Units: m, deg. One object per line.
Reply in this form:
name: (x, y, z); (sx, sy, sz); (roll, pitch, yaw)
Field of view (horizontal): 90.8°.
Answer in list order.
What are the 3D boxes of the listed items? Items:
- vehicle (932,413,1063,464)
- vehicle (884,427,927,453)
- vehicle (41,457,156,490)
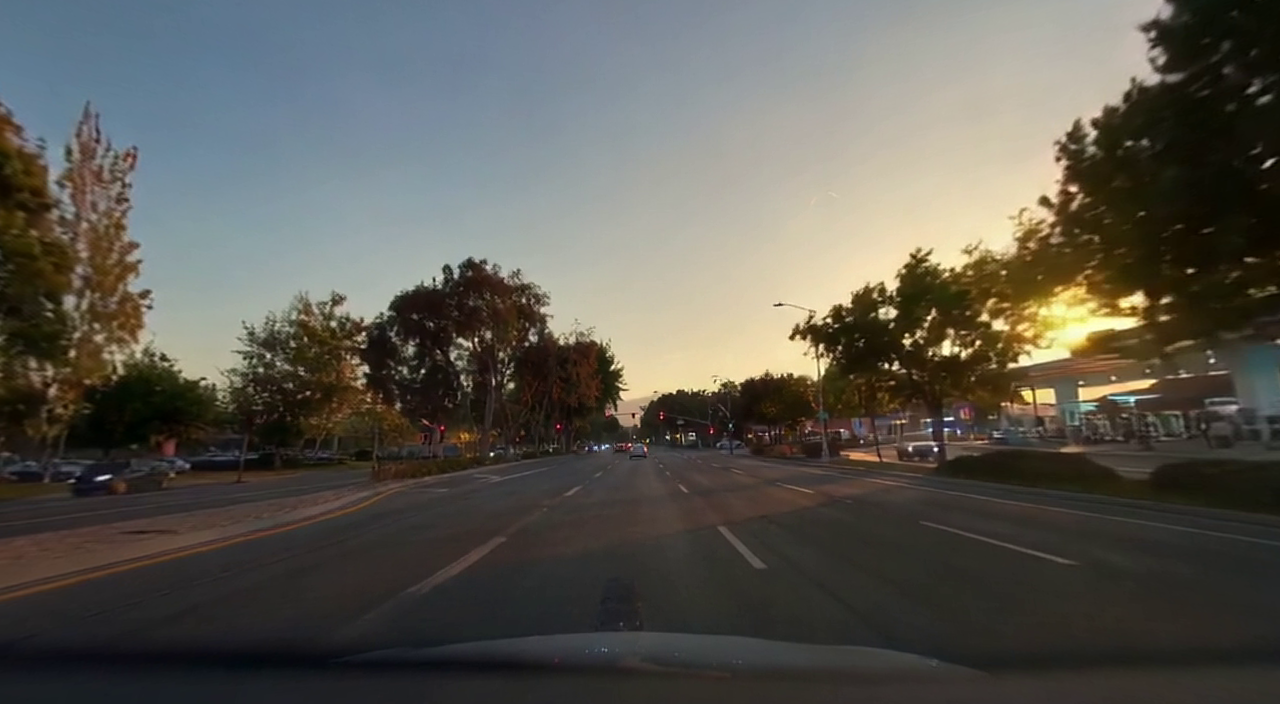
vehicle: (14.038, 3.493, 25.386); (2.249, 1.793, 5.763); (-1, -8, 4)
vehicle: (17.793, 5.932, 42.505); (1.944, 1.646, 4.594); (-3, -9, 14)
vehicle: (-26.882, 6.016, 31.583); (1.865, 1.453, 4.391); (0, -8, 0)
